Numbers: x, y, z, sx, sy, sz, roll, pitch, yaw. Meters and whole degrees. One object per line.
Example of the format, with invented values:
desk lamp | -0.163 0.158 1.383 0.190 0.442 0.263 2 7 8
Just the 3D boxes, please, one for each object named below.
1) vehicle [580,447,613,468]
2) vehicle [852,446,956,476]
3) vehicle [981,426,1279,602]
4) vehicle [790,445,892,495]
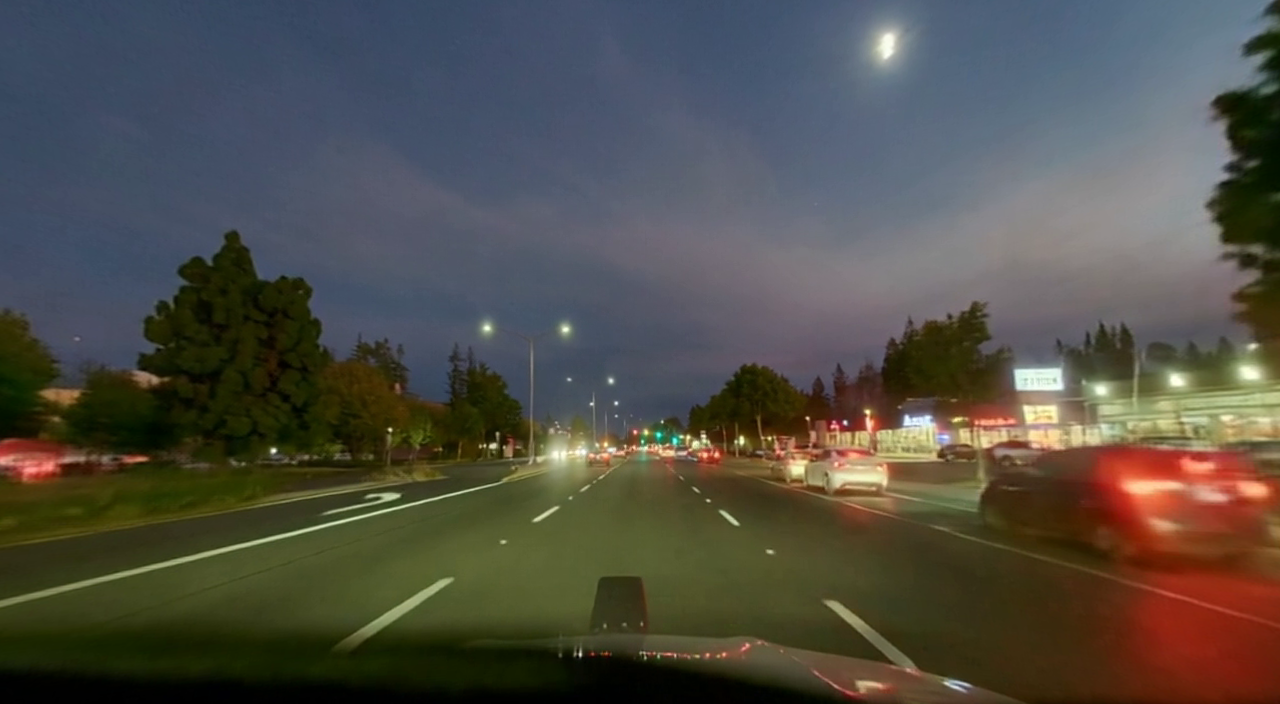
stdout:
vehicle | -3.084 7.586 45.643 2.005 1.446 4.265 0 -9 1
vehicle | 13.300 5.497 31.933 4.373 1.463 1.992 0 -9 0
vehicle | 6.516 1.850 8.083 1.934 1.641 4.117 0 -9 0
vehicle | 6.765 4.001 21.797 1.869 1.516 4.767 0 -9 -1
